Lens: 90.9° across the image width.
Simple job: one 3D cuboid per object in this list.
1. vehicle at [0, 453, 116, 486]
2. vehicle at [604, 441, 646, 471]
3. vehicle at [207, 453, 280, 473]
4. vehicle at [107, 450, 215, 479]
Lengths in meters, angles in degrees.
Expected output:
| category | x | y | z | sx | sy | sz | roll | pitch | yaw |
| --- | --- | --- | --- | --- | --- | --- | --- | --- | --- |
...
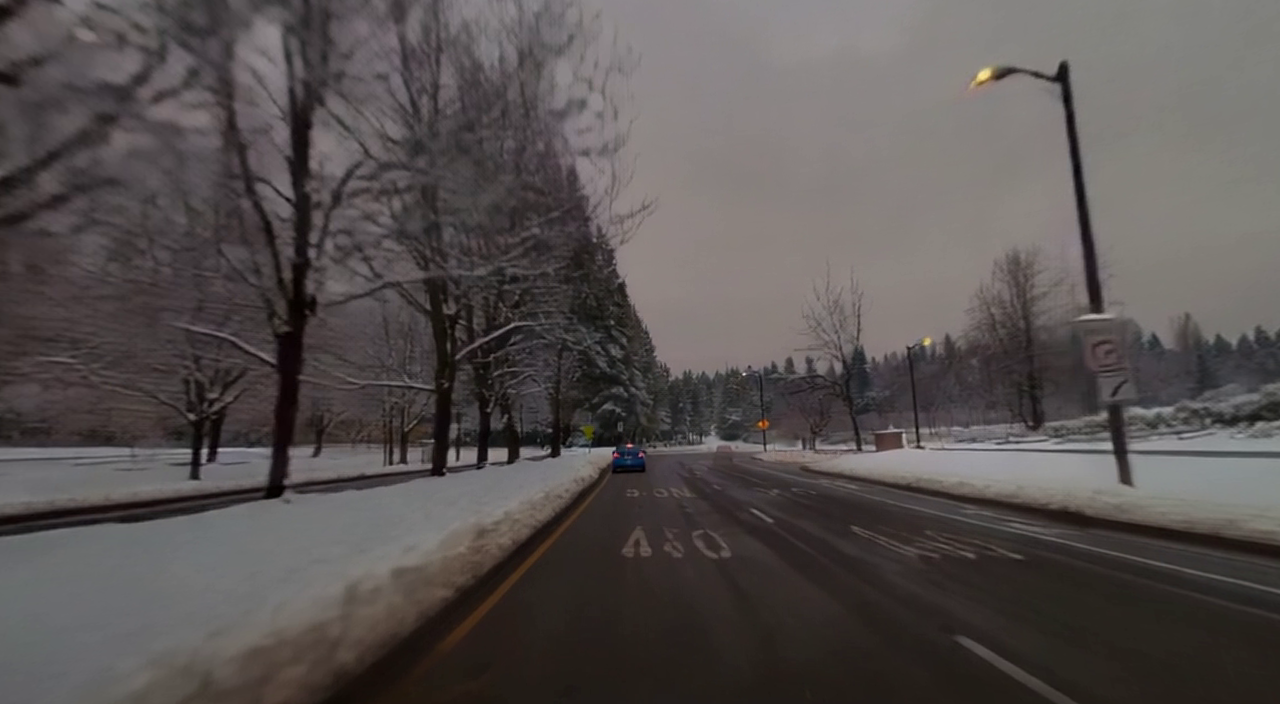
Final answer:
| category | x | y | z | sx | sy | sz | roll | pitch | yaw |
| --- | --- | --- | --- | --- | --- | --- | --- | --- | --- |
| vehicle | -30.335 | 6.047 | 32.689 | 4.455 | 1.566 | 2.029 | 0 | -8 | -2 |
| vehicle | -0.724 | 5.454 | 33.270 | 1.978 | 1.499 | 3.915 | -1 | -8 | 2 |
| vehicle | -30.098 | 8.445 | 47.977 | 4.309 | 1.433 | 1.818 | 0 | -8 | -1 |
| vehicle | -30.387 | 7.122 | 40.129 | 4.923 | 1.697 | 2.209 | 0 | -8 | -4 |
